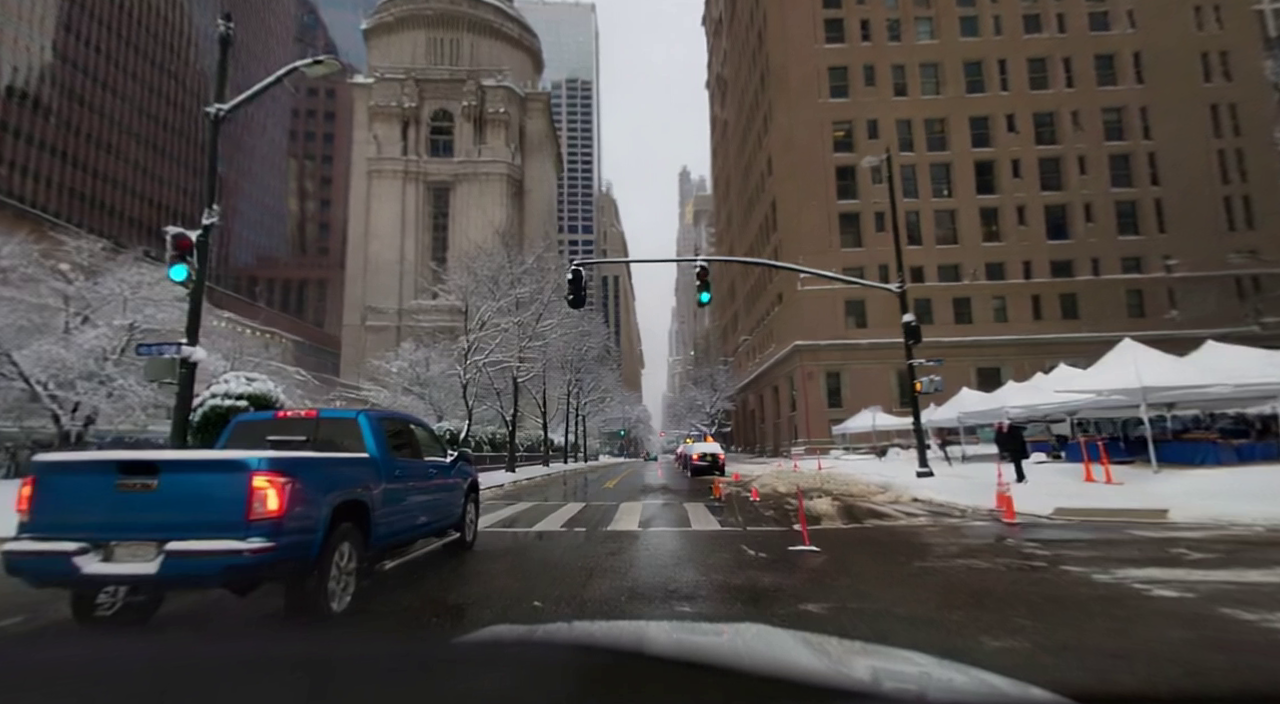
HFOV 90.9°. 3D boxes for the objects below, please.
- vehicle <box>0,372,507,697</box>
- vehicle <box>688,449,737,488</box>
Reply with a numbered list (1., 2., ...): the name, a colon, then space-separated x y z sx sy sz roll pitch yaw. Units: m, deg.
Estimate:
1. vehicle: -3.311 1.538 6.741 2.452 1.954 5.653 -1 -9 1
2. vehicle: 3.322 5.283 28.884 2.023 1.607 4.225 -2 -9 7
